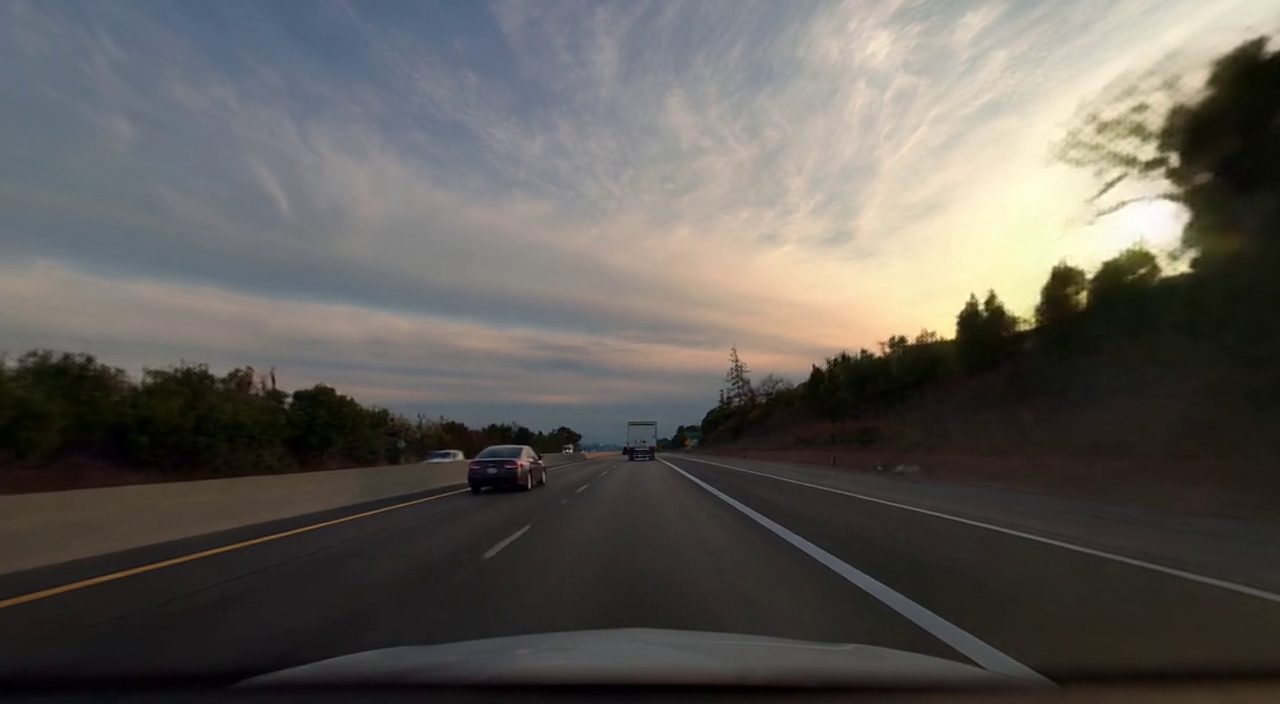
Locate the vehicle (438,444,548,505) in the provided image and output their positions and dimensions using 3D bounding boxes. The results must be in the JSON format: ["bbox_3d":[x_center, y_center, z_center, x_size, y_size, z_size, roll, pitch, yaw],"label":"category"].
[{"bbox_3d":[-3.859,3.297,17.365,1.955,1.438,4.100,-1,-9,1],"label":"vehicle"}]
